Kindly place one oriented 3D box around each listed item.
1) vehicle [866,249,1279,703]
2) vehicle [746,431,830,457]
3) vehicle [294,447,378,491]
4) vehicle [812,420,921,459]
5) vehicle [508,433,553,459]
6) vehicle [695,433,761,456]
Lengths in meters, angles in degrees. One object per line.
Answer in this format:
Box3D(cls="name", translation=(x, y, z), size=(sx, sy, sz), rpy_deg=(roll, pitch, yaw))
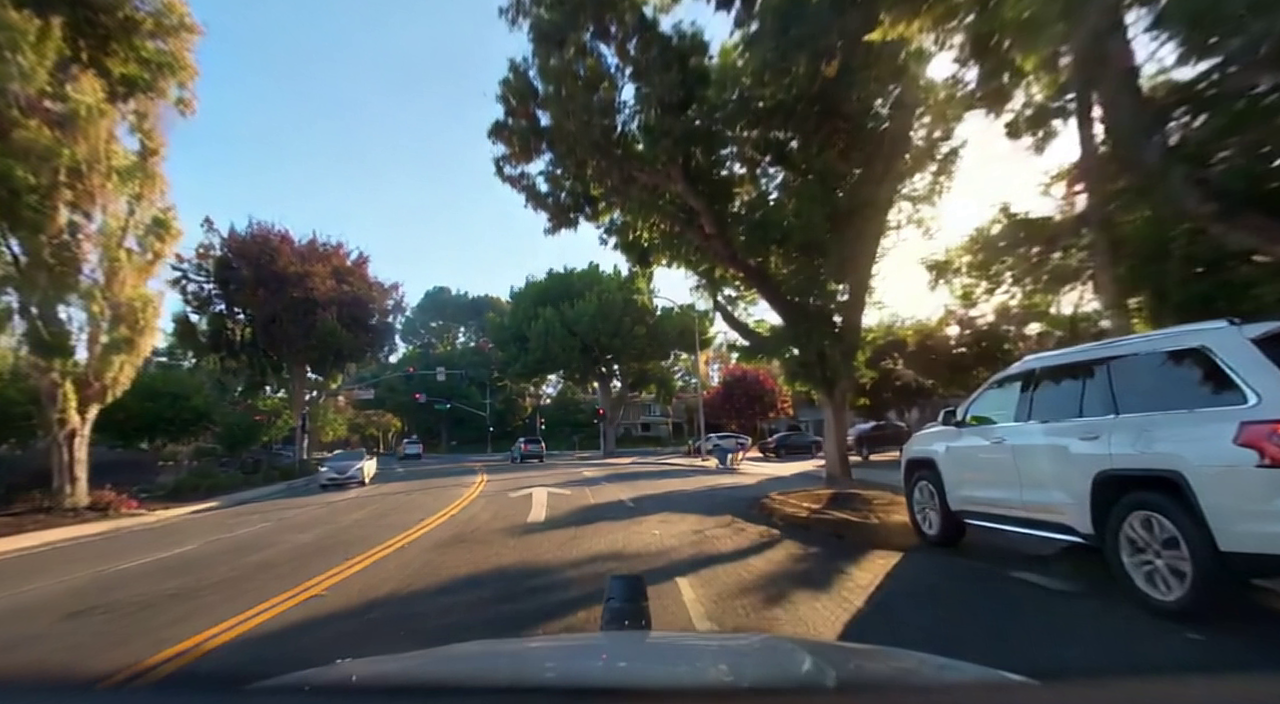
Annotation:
Box3D(cls="vehicle", translation=(4.051, 0.897, 5.107), size=(2.338, 2.063, 5.592), rpy_deg=(-1, -8, 0))
Box3D(cls="vehicle", translation=(8.784, 5.460, 37.500), size=(4.426, 1.461, 1.996), rpy_deg=(2, -9, -20))
Box3D(cls="vehicle", translation=(-11.417, 4.358, 23.997), size=(2.090, 1.446, 4.483), rpy_deg=(1, -9, -16))
Box3D(cls="vehicle", translation=(11.343, 4.405, 31.665), size=(4.656, 1.710, 1.950), rpy_deg=(-1, -9, -12))
Box3D(cls="vehicle", translation=(-7.942, 6.784, 45.308), size=(2.138, 1.729, 4.178), rpy_deg=(3, -9, -25))
Box3D(cls="vehicle", translation=(6.286, 6.624, 45.349), size=(4.169, 1.527, 2.053), rpy_deg=(2, -9, -18))
